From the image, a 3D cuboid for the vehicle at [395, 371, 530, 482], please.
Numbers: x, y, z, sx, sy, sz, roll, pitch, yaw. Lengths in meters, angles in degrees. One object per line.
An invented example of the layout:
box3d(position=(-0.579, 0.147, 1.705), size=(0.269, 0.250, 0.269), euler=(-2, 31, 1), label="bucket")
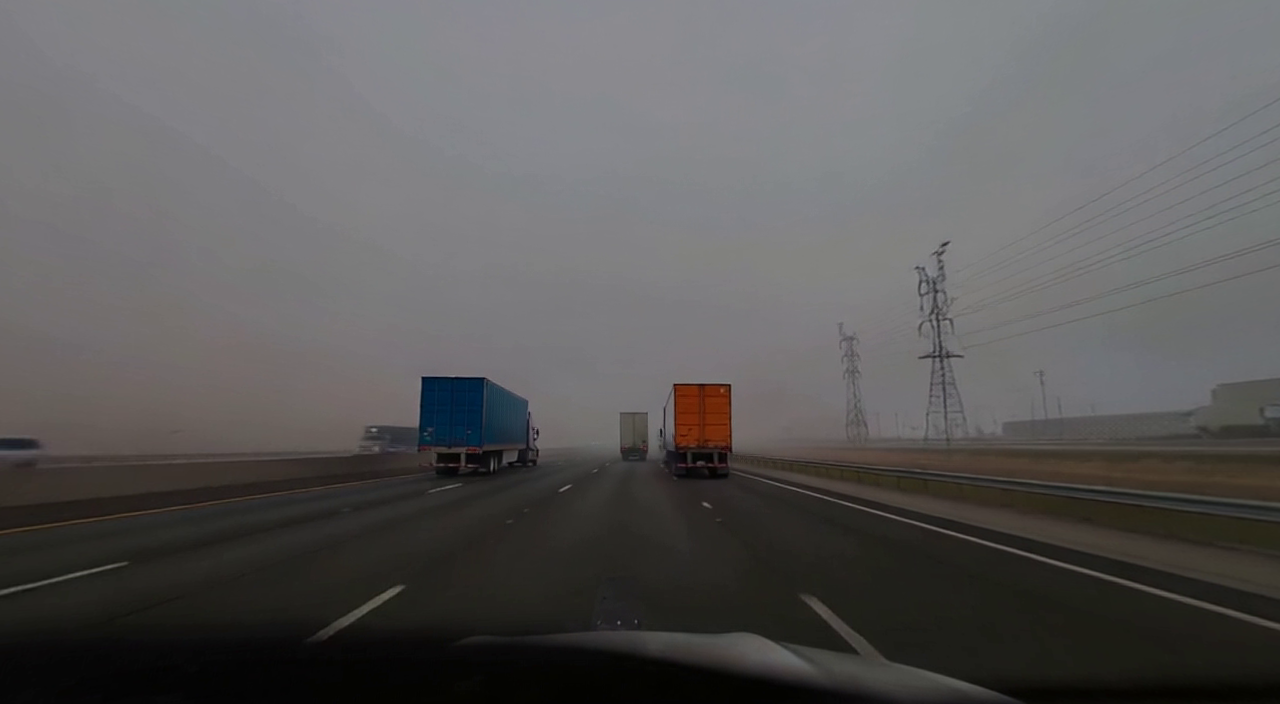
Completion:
box3d(position=(-7.389, 3.509, 28.497), size=(2.937, 3.981, 11.119), euler=(0, -8, -1), label="vehicle")
